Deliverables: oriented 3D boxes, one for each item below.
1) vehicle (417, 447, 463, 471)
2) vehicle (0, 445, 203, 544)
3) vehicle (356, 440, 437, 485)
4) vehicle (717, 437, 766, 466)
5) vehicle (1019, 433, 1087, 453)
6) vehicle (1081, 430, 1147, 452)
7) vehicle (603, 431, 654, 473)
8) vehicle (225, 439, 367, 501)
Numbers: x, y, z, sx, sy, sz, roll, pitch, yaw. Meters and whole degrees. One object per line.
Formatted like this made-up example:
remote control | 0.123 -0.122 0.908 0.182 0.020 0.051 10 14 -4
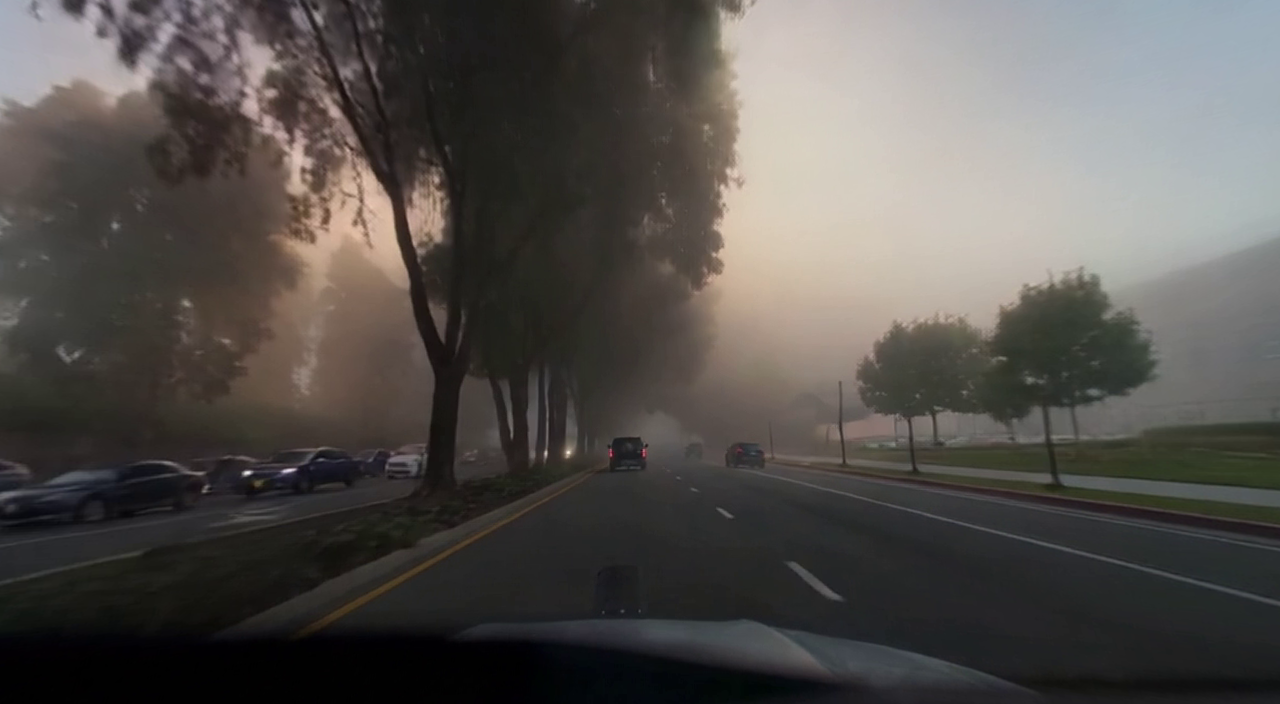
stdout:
vehicle | -14.755 7.890 46.842 1.950 1.655 4.395 0 -8 0
vehicle | -11.398 2.766 12.941 1.899 1.607 4.297 -2 -8 -1
vehicle | -11.534 5.218 30.333 2.082 1.824 4.840 -2 -7 -1
vehicle | 6.674 6.604 42.079 2.364 1.781 4.854 0 -8 -1
vehicle | 31.603 6.981 48.529 1.743 1.445 4.495 1 -8 -8
vehicle | 36.548 6.890 48.793 1.807 1.582 3.811 1 -8 -7
vehicle | -0.534 5.127 32.526 2.411 1.937 5.186 0 -8 0
vehicle | -11.332 3.897 21.347 2.042 1.822 4.913 0 -8 -1
